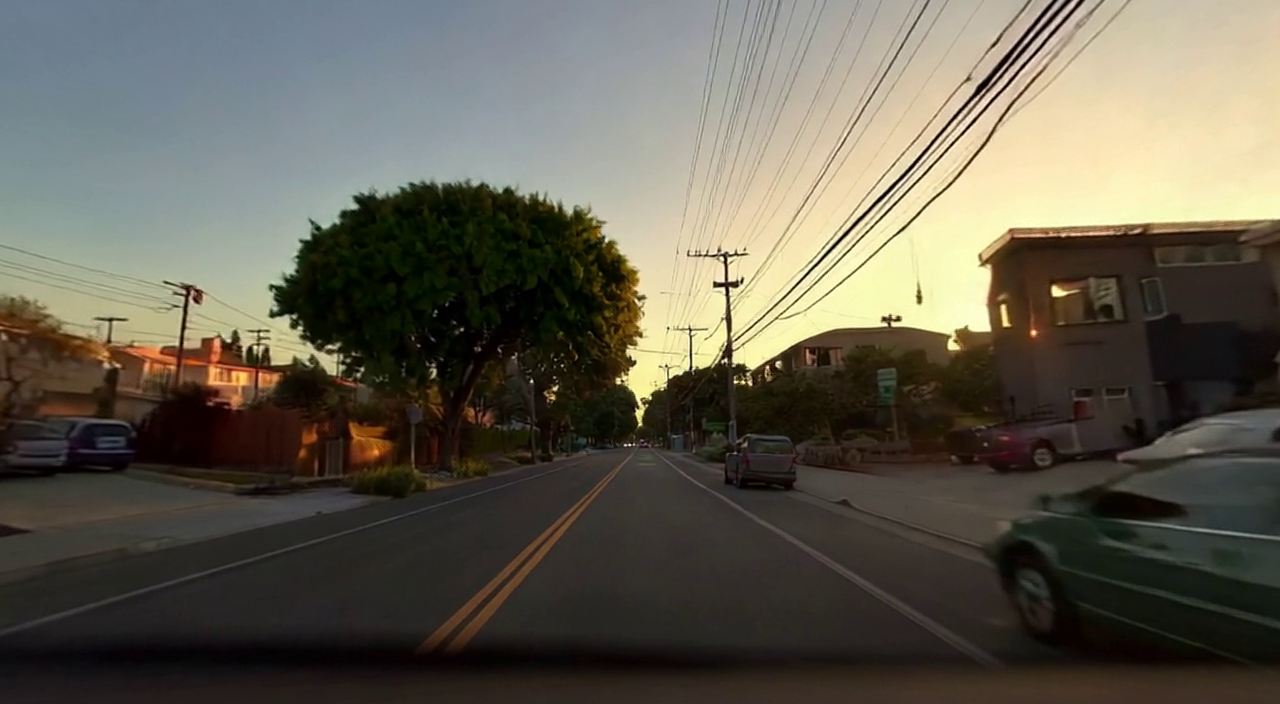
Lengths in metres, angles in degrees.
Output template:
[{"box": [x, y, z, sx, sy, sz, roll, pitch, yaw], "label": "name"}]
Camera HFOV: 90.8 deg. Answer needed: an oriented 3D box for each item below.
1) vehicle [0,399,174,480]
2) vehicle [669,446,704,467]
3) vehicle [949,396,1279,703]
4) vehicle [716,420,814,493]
[{"box": [-21.332, 2.992, 21.540, 2.970, 2.515, 10.445, -2, -7, 0], "label": "vehicle"}, {"box": [3.447, 7.839, 47.796, 2.191, 1.494, 4.957, 0, -8, 0], "label": "vehicle"}, {"box": [3.551, 0.982, 2.796, 1.979, 1.524, 4.602, 0, -8, -1], "label": "vehicle"}, {"box": [3.795, 3.282, 20.146, 2.088, 2.019, 4.802, 0, -8, 0], "label": "vehicle"}]
